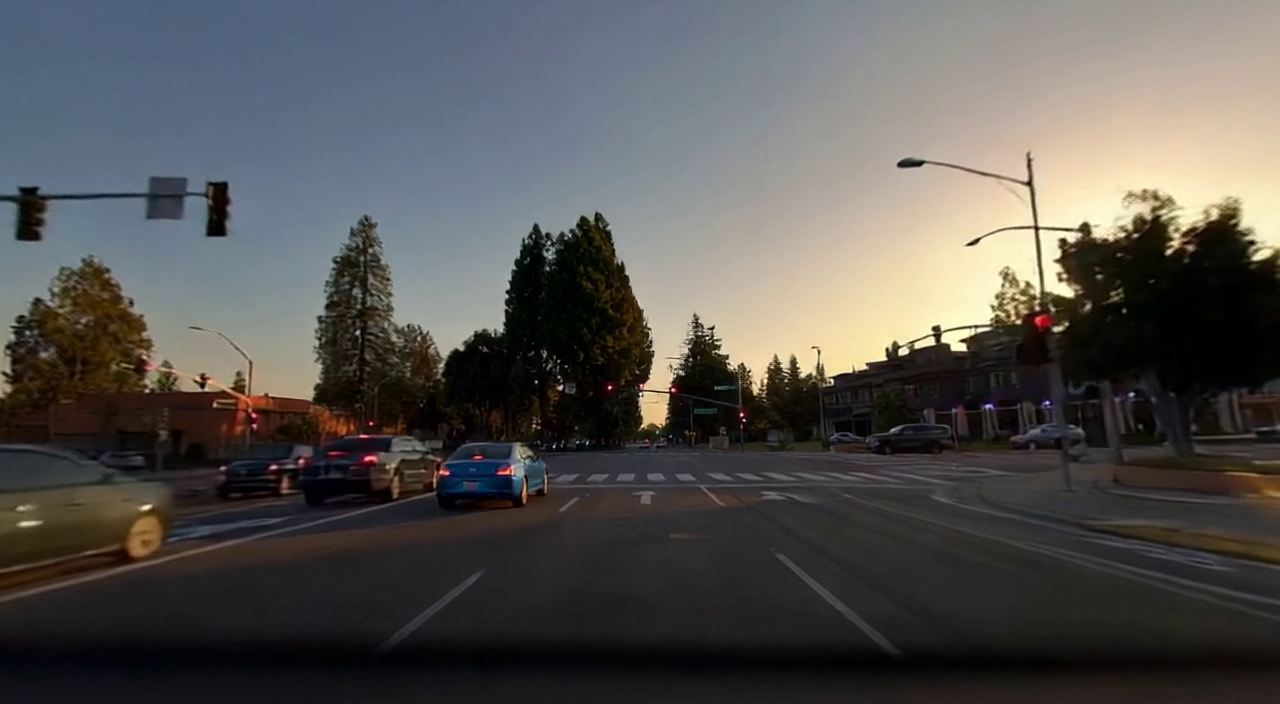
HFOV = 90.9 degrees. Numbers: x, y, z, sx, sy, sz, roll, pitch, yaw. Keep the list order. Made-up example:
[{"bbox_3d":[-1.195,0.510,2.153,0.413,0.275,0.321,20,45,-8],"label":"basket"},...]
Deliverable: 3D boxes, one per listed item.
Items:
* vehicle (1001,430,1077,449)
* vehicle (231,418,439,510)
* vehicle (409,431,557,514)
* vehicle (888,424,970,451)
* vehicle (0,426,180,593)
[{"bbox_3d":[30.639,6.730,48.407,4.627,1.359,1.834,0,-9,-3],"label":"vehicle"},{"bbox_3d":[-6.702,2.556,14.788,2.099,1.713,5.402,1,-9,1],"label":"vehicle"},{"bbox_3d":[-3.122,2.505,13.577,1.924,1.480,4.421,0,-9,2],"label":"vehicle"},{"bbox_3d":[20.559,6.106,44.940,4.707,1.817,2.198,0,-10,-3],"label":"vehicle"},{"bbox_3d":[-6.847,1.388,5.430,2.133,1.485,4.681,0,-9,1],"label":"vehicle"}]
